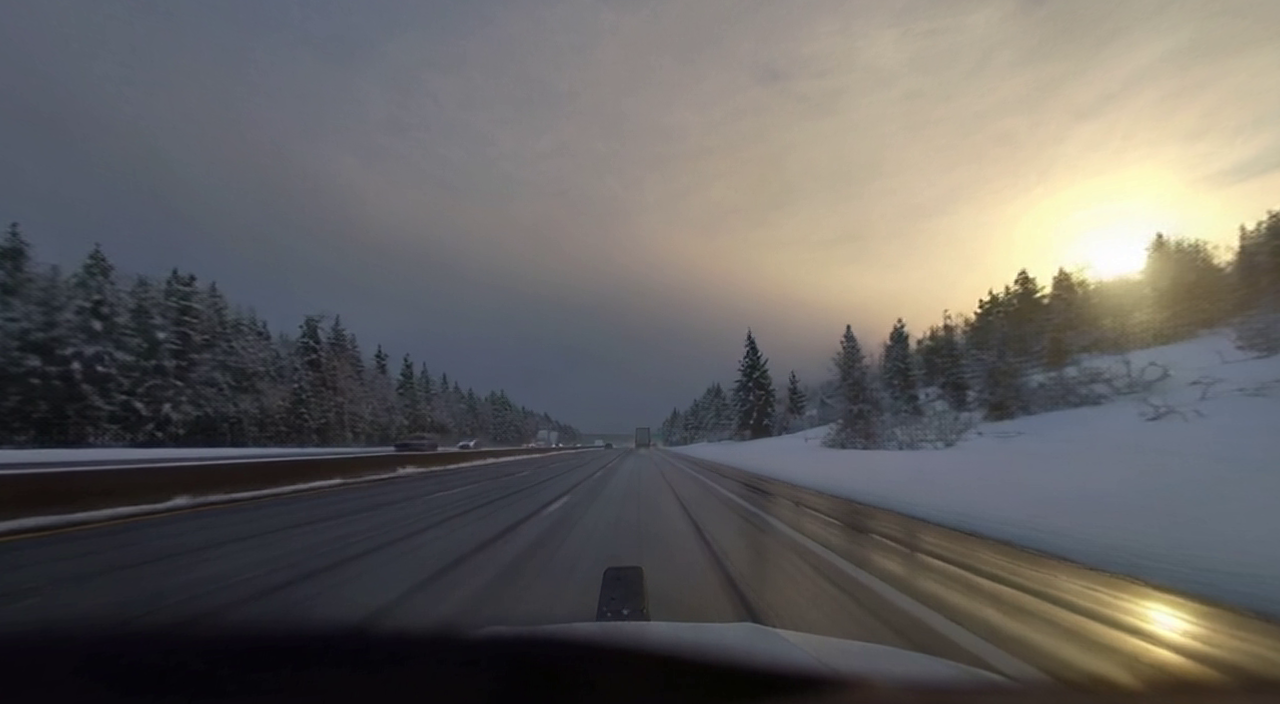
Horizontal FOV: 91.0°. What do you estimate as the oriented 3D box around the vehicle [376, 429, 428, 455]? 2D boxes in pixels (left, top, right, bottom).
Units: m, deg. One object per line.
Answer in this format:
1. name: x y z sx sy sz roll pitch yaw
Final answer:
1. vehicle: -16.113 6.107 42.766 1.811 1.674 4.243 0 -8 1
